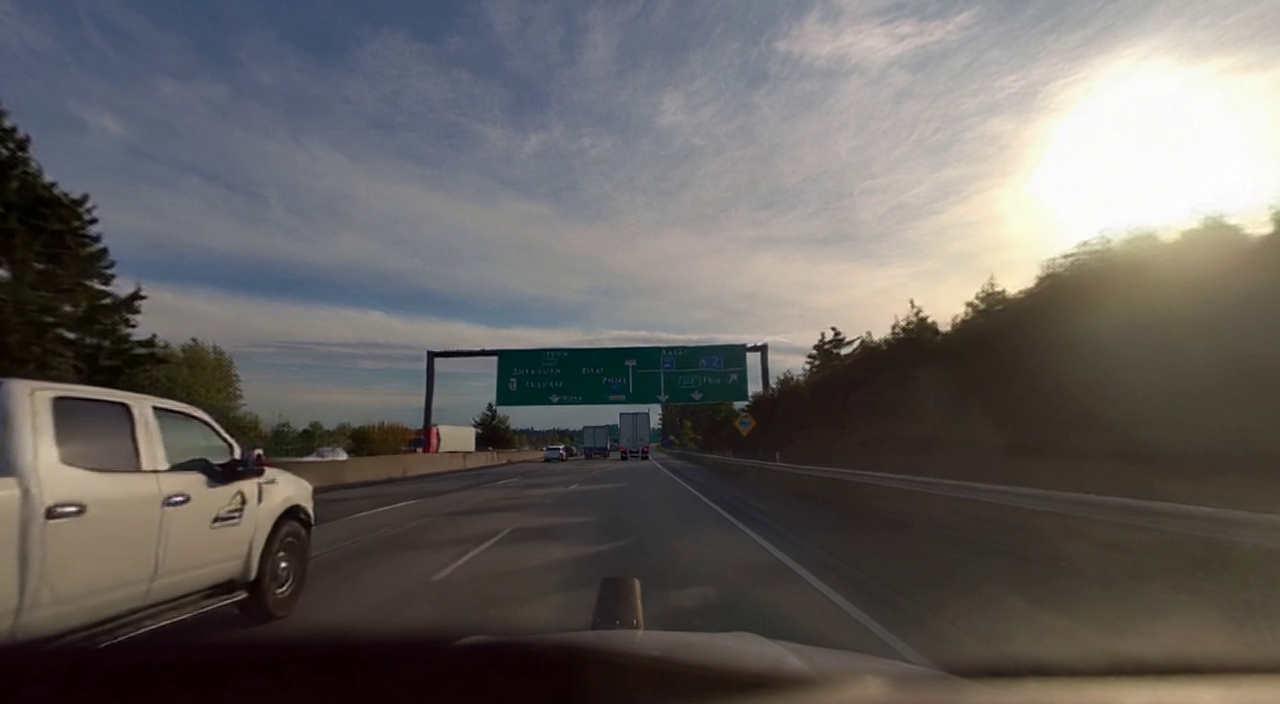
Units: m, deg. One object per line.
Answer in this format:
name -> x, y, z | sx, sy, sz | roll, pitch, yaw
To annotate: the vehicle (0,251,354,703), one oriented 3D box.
vehicle -> -3.446, 0.737, 2.711 | 2.223, 2.045, 4.798 | 0, -8, -1
